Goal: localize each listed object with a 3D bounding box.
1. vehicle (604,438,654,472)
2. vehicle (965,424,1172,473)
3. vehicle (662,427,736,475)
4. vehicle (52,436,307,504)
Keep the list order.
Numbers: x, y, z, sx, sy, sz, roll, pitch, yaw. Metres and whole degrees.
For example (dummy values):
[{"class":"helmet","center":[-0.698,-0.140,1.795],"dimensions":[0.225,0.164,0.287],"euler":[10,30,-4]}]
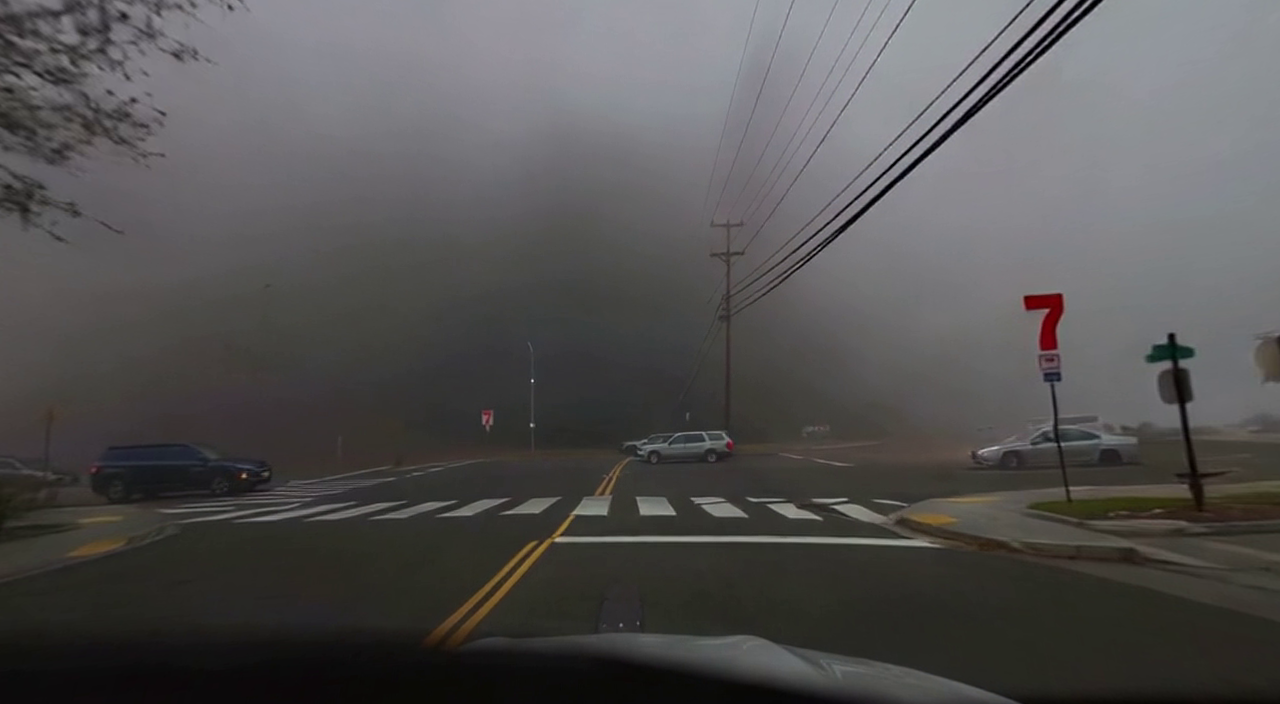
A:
[{"class":"vehicle","center":[-0.576,4.692,29.049],"dimensions":[1.874,1.427,3.976],"euler":[1,-8,-7]},{"class":"vehicle","center":[13.080,2.983,19.567],"dimensions":[4.872,1.400,1.955],"euler":[-1,-8,3]},{"class":"vehicle","center":[2.454,4.371,28.002],"dimensions":[2.553,1.868,5.536],"euler":[0,-8,-2]},{"class":"vehicle","center":[-13.800,3.550,19.337],"dimensions":[5.866,1.904,2.197],"euler":[1,-8,-6]}]
